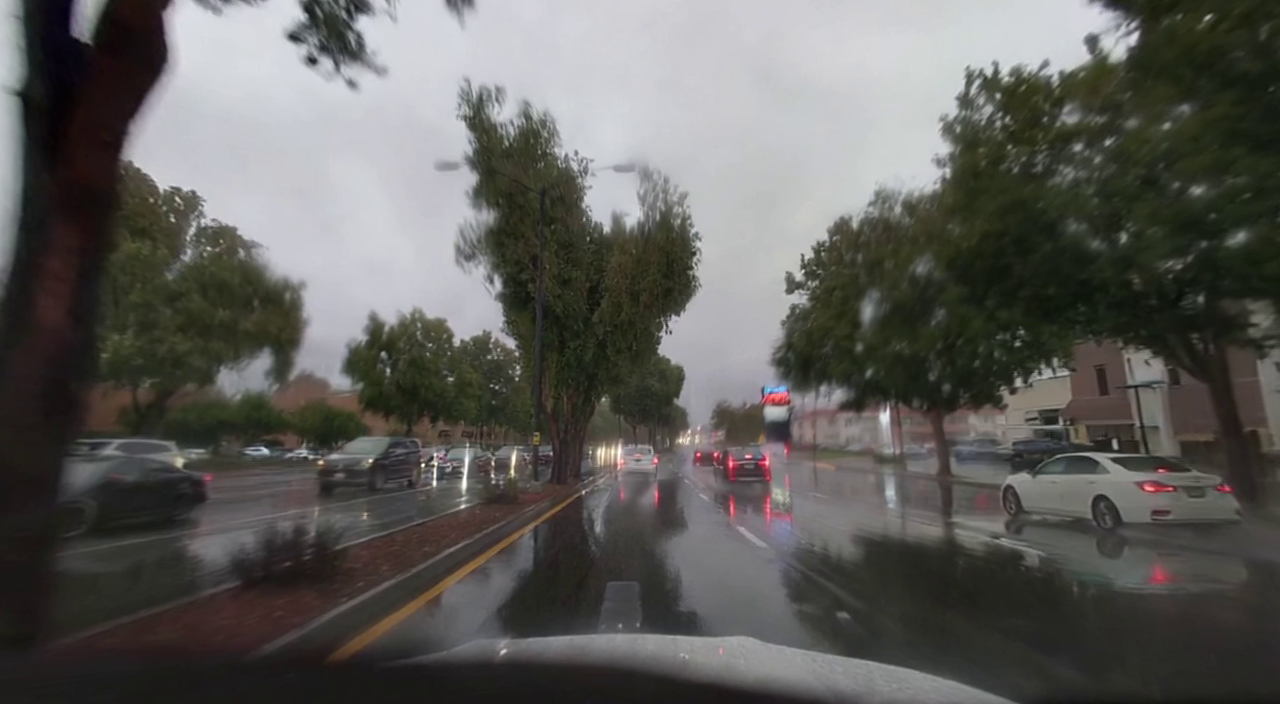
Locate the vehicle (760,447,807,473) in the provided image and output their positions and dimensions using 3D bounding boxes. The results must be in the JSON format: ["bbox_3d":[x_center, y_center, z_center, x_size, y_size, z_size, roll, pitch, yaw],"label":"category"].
[{"bbox_3d":[8.775,6.653,39.070,1.860,1.475,4.488,0,-9,0],"label":"vehicle"}]

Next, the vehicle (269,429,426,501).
[{"bbox_3d":[-8.511,3.367,19.078,2.362,1.825,4.988,-2,-9,0],"label":"vehicle"}]

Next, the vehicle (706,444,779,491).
[{"bbox_3d":[3.520,4.012,22.341,1.852,1.498,3.825,0,-9,-1],"label":"vehicle"}]

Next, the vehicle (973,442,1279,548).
[{"bbox_3d":[8.110,2.347,11.170,1.909,1.456,4.569,0,-9,0],"label":"vehicle"}]

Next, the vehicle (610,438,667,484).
[{"bbox_3d":[-0.030,4.386,25.595,2.101,1.694,3.979,0,-9,1],"label":"vehicle"}]

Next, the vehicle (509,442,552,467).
[{"bbox_3d":[-8.213,7.725,47.788,2.183,1.706,4.862,0,-9,2],"label":"vehicle"}]

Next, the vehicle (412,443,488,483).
[{"bbox_3d":[-8.358,4.891,28.155,2.076,1.595,4.110,-1,-8,1],"label":"vehicle"}]

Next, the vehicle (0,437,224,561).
[{"bbox_3d":[-8.658,2.018,9.094,1.974,1.476,4.983,-2,-8,0],"label":"vehicle"}]

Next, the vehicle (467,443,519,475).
[{"bbox_3d":[-8.515,6.215,36.925,1.953,1.647,4.401,-2,-8,1],"label":"vehicle"}]
